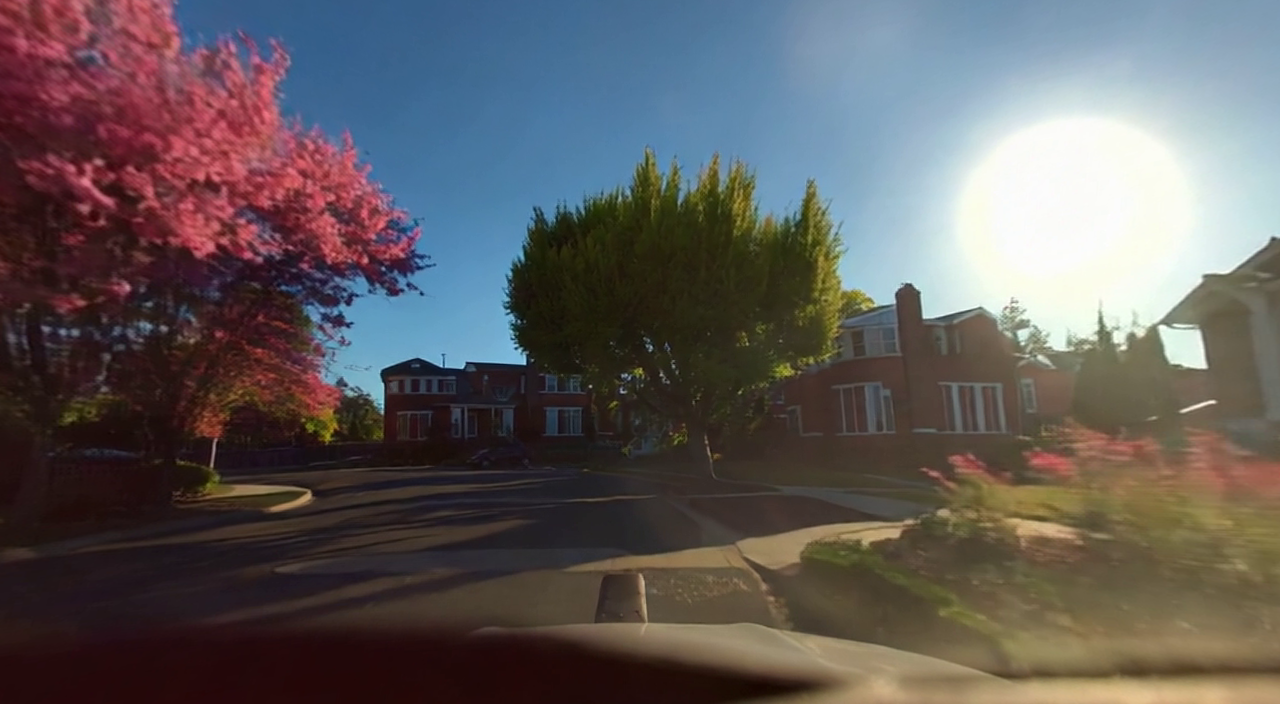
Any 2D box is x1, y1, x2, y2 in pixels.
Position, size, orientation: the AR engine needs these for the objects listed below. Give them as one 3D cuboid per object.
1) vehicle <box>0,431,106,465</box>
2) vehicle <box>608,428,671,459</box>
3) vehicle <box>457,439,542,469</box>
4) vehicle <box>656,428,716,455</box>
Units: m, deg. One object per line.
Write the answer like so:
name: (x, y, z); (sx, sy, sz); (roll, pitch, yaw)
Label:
vehicle: (-31.186, 5.032, 33.084); (4.435, 1.707, 2.046); (0, -9, 0)
vehicle: (-0.002, 6.378, 44.474); (2.310, 1.701, 4.280); (-5, -3, 35)
vehicle: (-8.898, 6.501, 40.350); (4.815, 1.827, 2.147); (-1, -9, 3)
vehicle: (3.305, 6.305, 44.481); (2.152, 1.773, 4.495); (-6, -11, 35)
